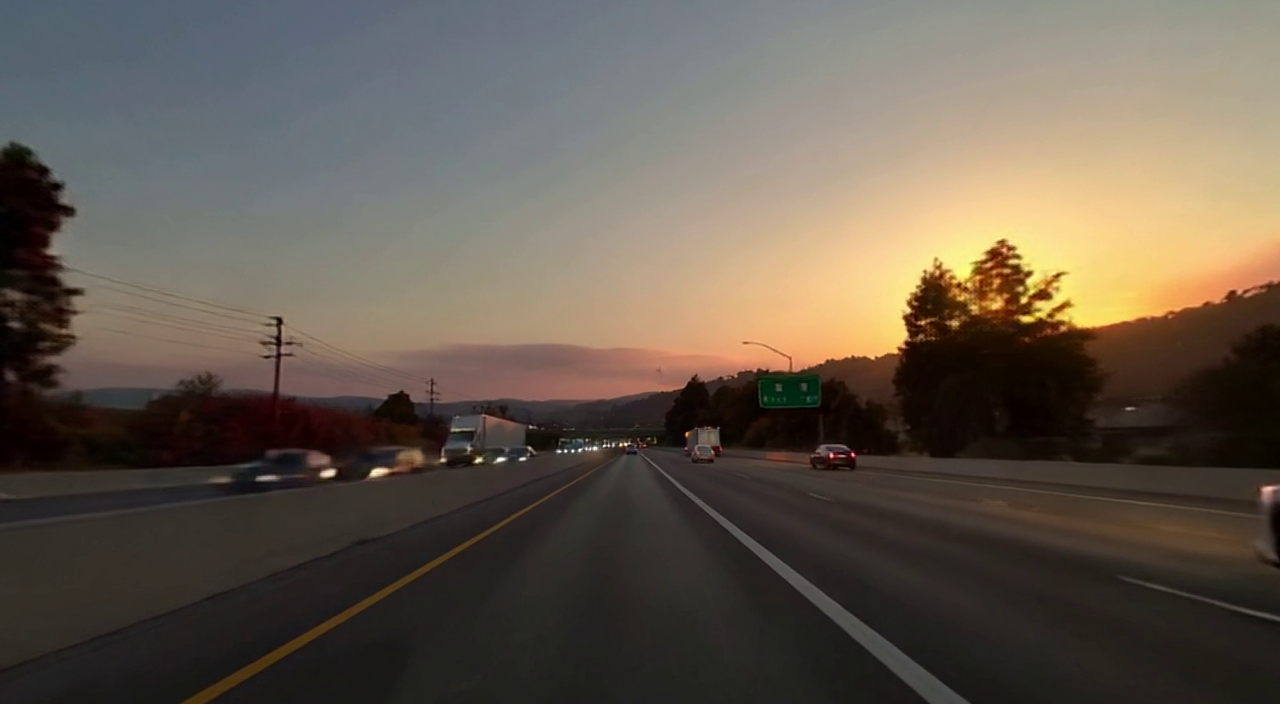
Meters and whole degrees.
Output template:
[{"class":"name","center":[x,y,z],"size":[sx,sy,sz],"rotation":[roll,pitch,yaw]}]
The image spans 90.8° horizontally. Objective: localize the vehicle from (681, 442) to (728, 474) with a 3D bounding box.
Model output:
[{"class":"vehicle","center":[3.433,5.715,34.257],"size":[2.018,1.600,4.121],"rotation":[0,-9,-2]}]

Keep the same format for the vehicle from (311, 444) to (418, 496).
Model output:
[{"class":"vehicle","center":[-8.488,3.641,19.820],"size":[1.798,1.465,3.431],"rotation":[0,-9,0]}]

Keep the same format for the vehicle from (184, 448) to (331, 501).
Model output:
[{"class":"vehicle","center":[-11.975,3.830,20.219],"size":[1.911,1.468,4.434],"rotation":[0,-9,0]}]

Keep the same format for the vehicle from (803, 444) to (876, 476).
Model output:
[{"class":"vehicle","center":[10.181,5.545,32.774],"size":[1.987,1.502,5.130],"rotation":[0,-9,-2]}]

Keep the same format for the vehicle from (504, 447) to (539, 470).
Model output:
[{"class":"vehicle","center":[-7.504,6.785,40.343],"size":[1.543,1.401,3.404],"rotation":[0,-9,1]}]
